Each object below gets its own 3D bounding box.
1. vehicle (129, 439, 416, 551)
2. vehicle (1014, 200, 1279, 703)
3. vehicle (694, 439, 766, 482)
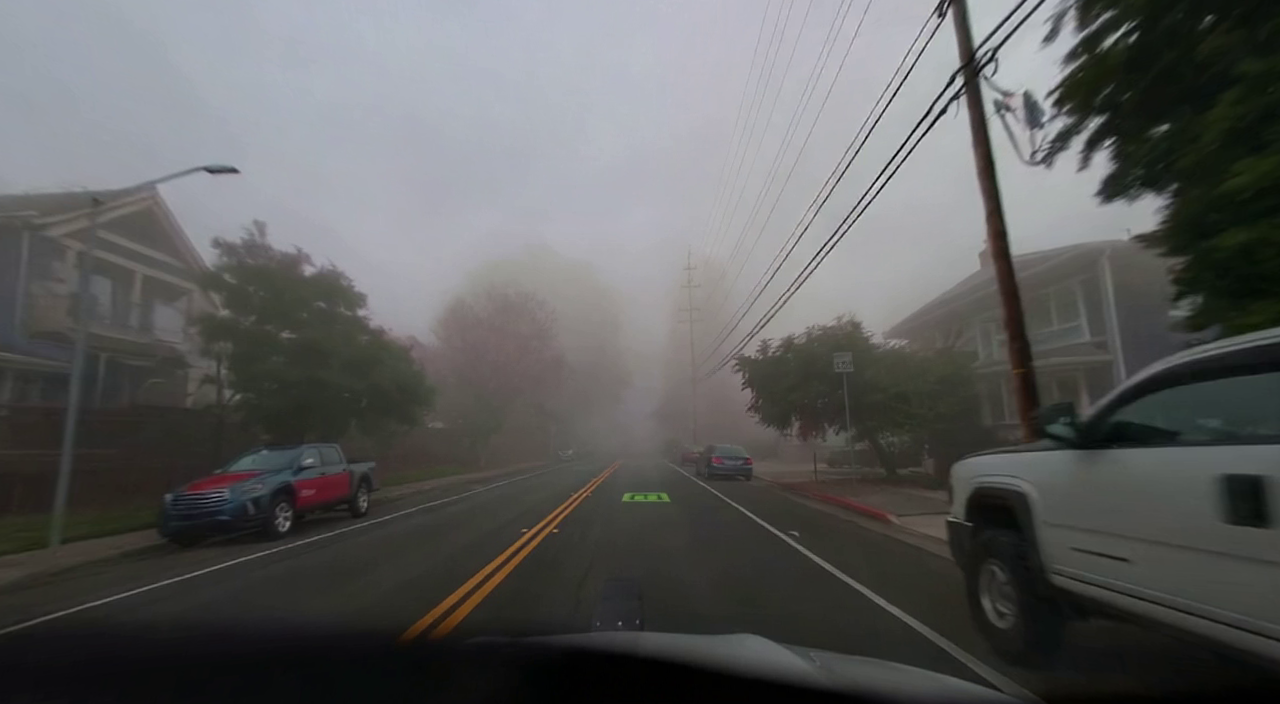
[{"bbox_3d":[-6.652,2.594,12.594,2.195,1.684,5.802,-1,-8,1],"label":"vehicle"},{"bbox_3d":[3.454,0.294,0.255,2.382,2.186,6.650,0,-8,-1],"label":"vehicle"},{"bbox_3d":[3.480,4.308,25.483,2.024,1.554,4.867,0,-8,-2],"label":"vehicle"}]
